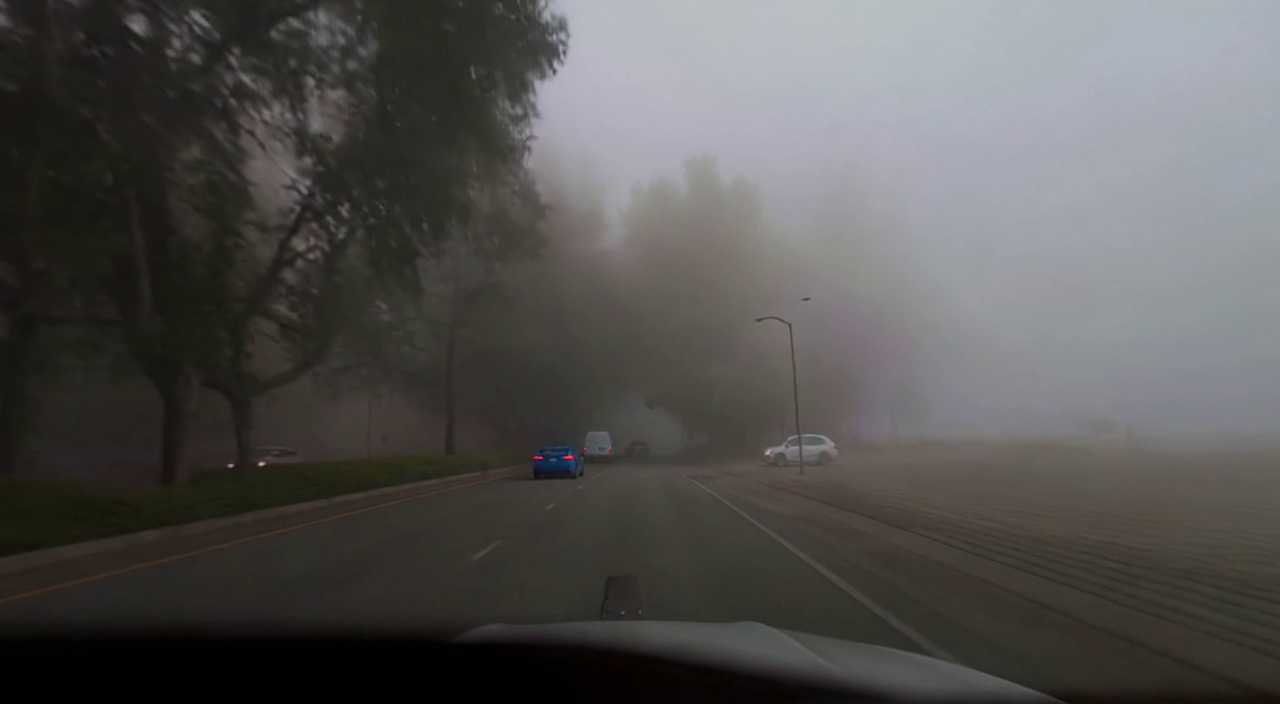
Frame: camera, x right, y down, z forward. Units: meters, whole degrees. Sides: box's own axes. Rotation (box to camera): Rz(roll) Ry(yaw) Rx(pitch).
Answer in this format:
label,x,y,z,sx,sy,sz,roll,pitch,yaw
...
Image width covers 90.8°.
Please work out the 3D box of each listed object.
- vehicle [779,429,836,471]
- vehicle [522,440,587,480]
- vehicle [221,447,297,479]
label,x,y,z,sx,sy,sz,roll,pitch,yaw
vehicle,7.142,4.195,27.147,1.596,1.654,2.920,-1,-8,0
vehicle,-3.338,4.305,25.430,2.009,1.473,4.028,0,-8,1
vehicle,-22.597,6.572,37.704,1.911,1.799,4.222,0,-8,-1
